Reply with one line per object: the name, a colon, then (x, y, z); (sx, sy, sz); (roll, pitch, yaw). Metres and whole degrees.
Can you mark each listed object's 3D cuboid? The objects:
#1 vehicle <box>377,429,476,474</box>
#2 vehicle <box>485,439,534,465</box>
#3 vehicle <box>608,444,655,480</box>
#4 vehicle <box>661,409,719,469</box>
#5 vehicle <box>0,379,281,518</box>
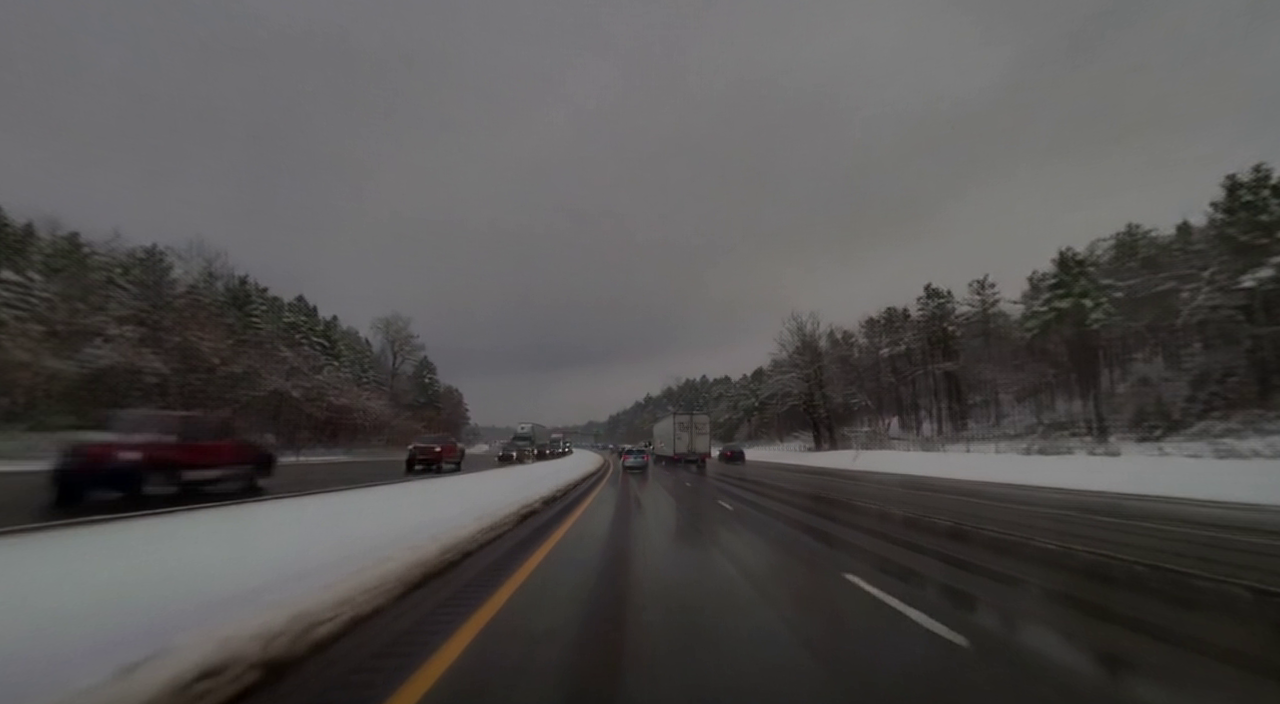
vehicle: (-7.610, 3.611, 22.937); (2.183, 1.457, 3.987); (0, -9, 0)
vehicle: (-7.660, 5.976, 37.511); (2.013, 1.439, 4.317); (0, -9, 0)
vehicle: (-0.447, 5.277, 30.347); (2.111, 1.599, 3.859); (0, -9, -1)
vehicle: (3.570, 6.785, 48.464); (2.931, 4.009, 12.800); (0, -9, -2)
vehicle: (-7.199, 1.345, 8.809); (1.928, 1.473, 4.170); (0, -9, -1)
